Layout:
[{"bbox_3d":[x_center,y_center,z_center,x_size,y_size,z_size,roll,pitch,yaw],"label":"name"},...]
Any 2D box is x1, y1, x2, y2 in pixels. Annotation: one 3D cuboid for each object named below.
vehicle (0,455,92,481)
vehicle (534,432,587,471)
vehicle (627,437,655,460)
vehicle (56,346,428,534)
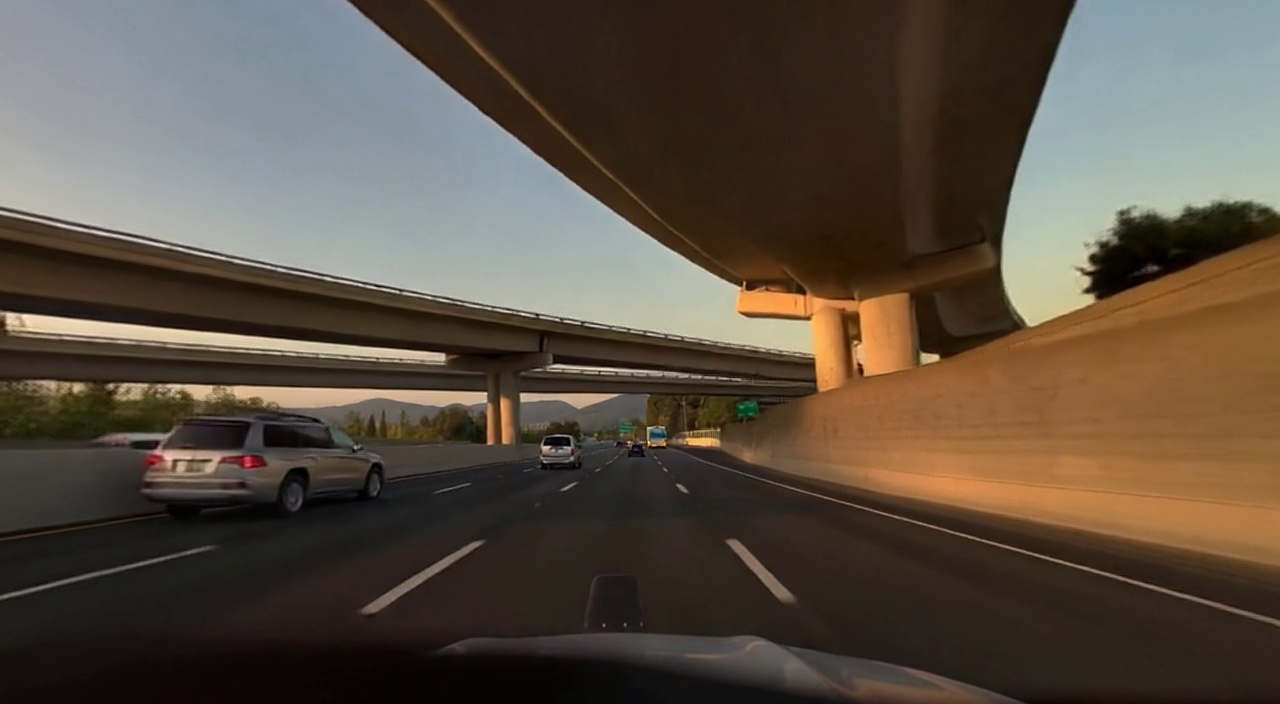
[{"bbox_3d":[-36.116,7.000,38.307,1.787,1.415,4.159,-1,-9,2],"label":"vehicle"},{"bbox_3d":[-4.226,5.404,34.342,2.147,1.918,4.834,0,-8,1],"label":"vehicle"},{"bbox_3d":[0.032,7.461,48.722,2.052,1.711,4.223,0,-8,-1],"label":"vehicle"},{"bbox_3d":[-7.507,1.965,13.818,2.872,2.890,7.923,1,-9,0],"label":"vehicle"}]
